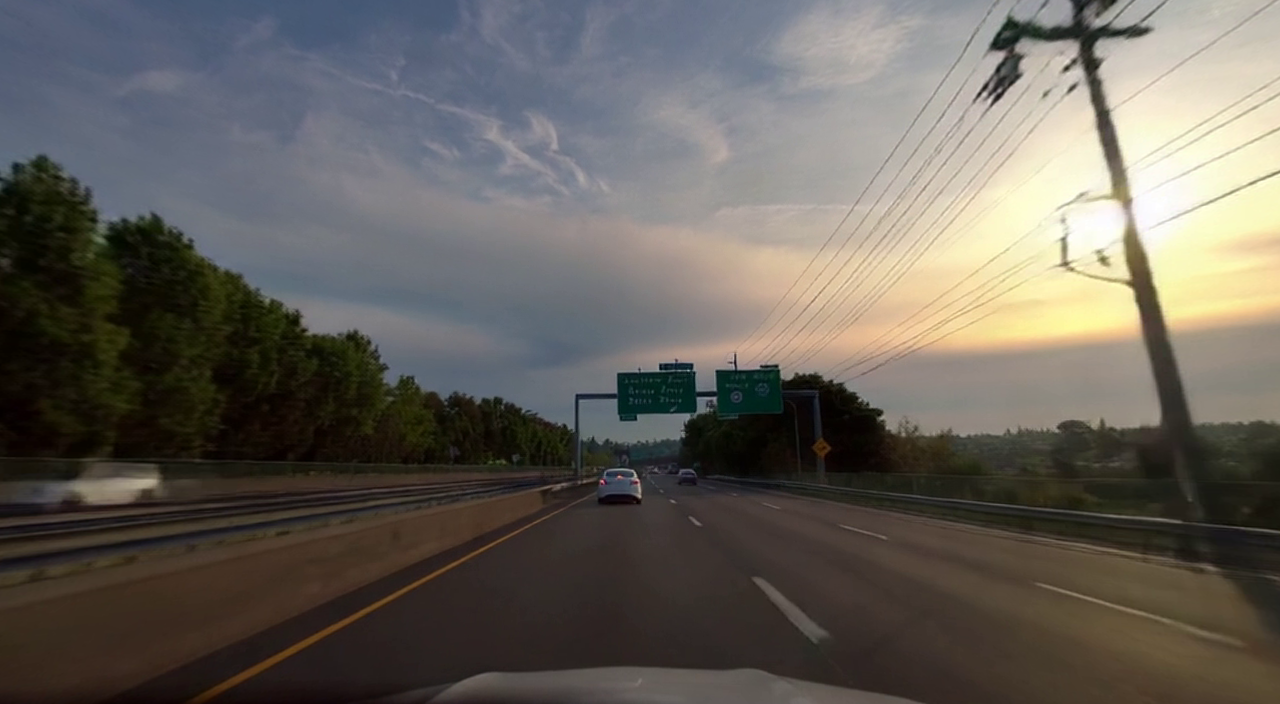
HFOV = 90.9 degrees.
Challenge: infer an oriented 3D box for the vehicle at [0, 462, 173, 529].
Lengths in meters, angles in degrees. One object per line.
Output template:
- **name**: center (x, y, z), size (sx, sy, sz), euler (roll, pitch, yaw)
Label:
- **vehicle**: center (-15.264, 3.766, 17.039), size (1.812, 1.510, 4.420), euler (1, -10, 0)

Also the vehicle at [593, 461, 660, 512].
- **vehicle**: center (-0.409, 4.418, 21.010), size (1.987, 1.480, 3.786), euler (1, -10, 0)
